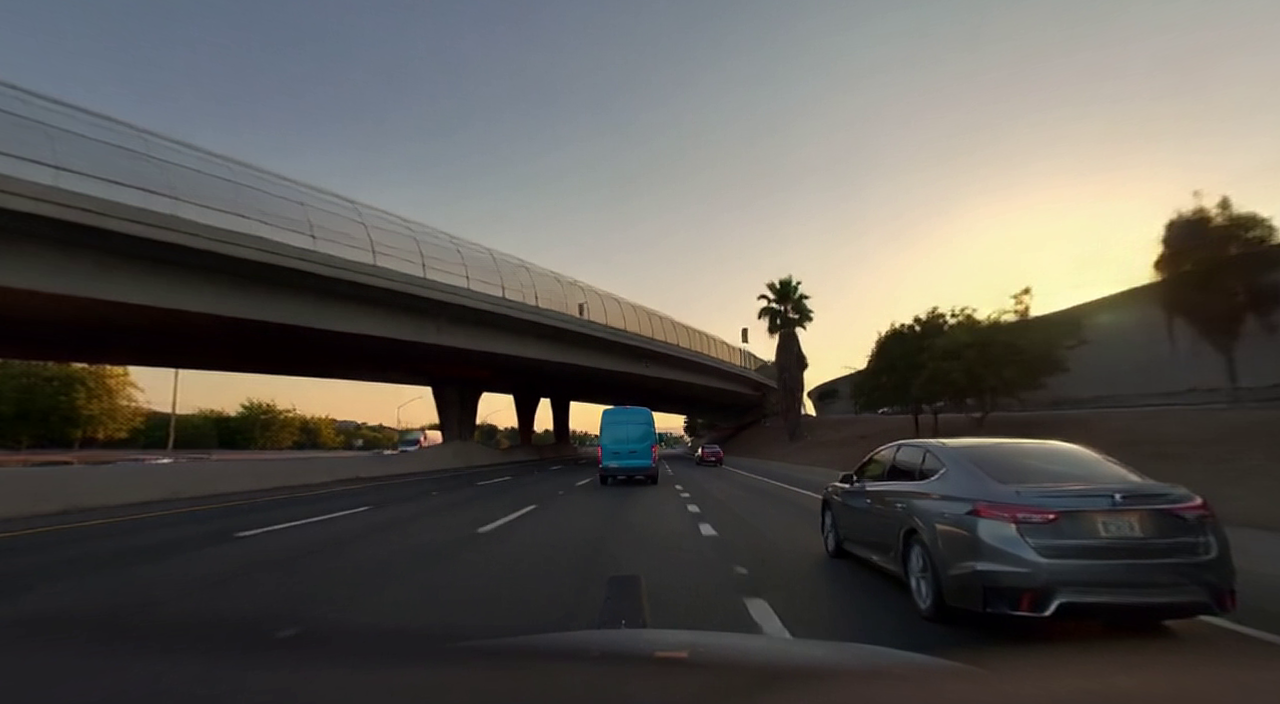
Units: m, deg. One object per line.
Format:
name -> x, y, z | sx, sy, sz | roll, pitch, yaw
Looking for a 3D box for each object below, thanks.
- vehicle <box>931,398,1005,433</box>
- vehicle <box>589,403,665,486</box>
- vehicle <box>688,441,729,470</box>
vehicle -> 23.396, 4.642, 45.126 | 2.445, 2.240, 5.659 | -1, -8, 3
vehicle -> -0.313, 3.503, 23.816 | 2.476, 2.776, 5.598 | 0, -9, 3
vehicle -> 4.041, 6.191, 37.675 | 1.987, 1.648, 3.984 | 0, -9, 0
